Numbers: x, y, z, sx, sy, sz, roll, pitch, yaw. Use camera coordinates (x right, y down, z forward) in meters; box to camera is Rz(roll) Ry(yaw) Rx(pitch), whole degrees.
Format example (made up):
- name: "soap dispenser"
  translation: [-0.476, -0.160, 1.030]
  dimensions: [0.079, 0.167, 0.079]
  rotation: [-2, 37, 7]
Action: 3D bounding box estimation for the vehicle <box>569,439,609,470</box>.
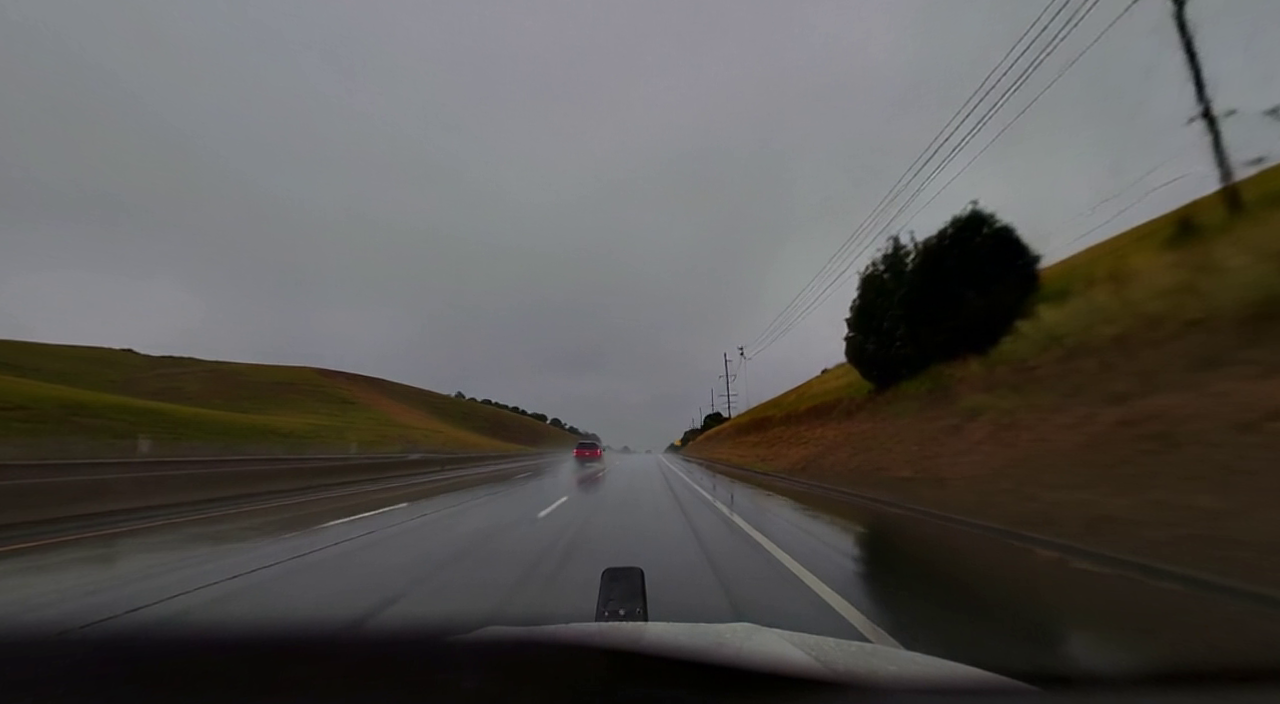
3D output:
- name: "vehicle"
  translation: [-3.226, 6.588, 40.764]
  dimensions: [2.136, 1.845, 4.515]
  rotation: [0, -8, 1]
